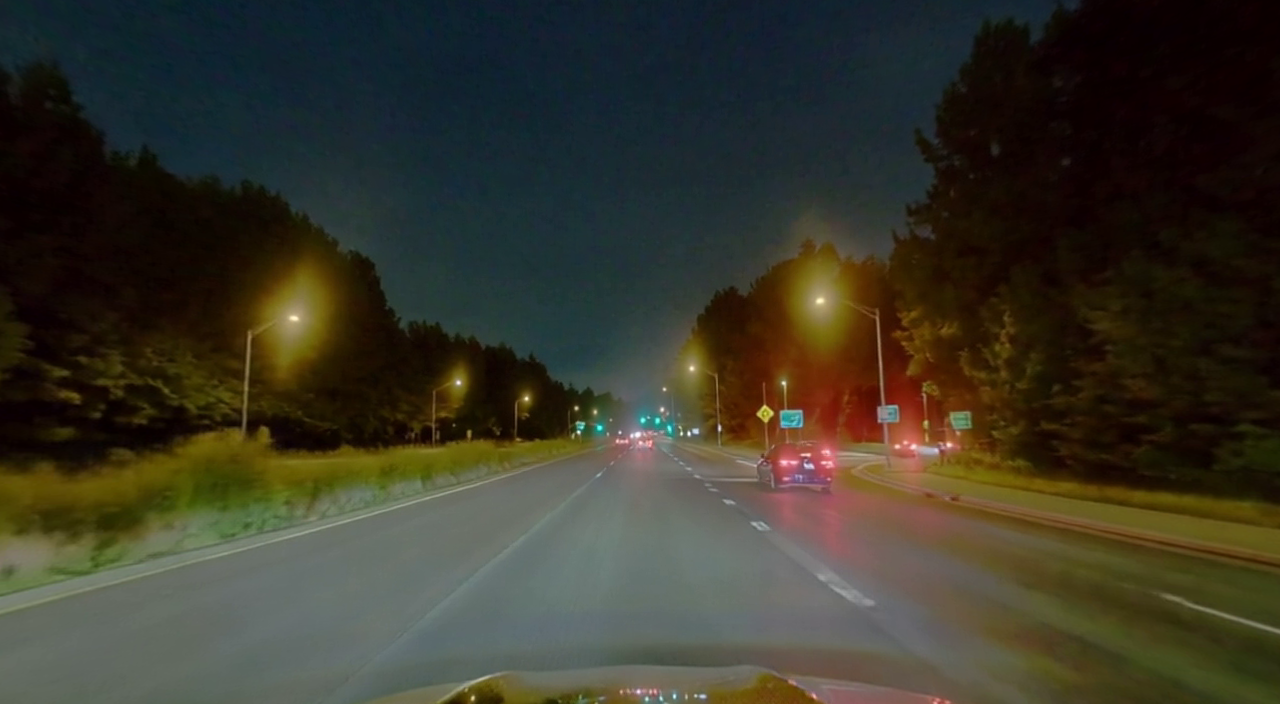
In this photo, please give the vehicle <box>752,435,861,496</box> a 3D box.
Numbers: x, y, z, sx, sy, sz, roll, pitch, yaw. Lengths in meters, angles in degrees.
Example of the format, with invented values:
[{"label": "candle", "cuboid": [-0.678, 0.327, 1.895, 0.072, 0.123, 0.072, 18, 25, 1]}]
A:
[{"label": "vehicle", "cuboid": [4.647, 3.230, 18.221, 1.913, 1.516, 4.322, 0, -9, -1]}]
